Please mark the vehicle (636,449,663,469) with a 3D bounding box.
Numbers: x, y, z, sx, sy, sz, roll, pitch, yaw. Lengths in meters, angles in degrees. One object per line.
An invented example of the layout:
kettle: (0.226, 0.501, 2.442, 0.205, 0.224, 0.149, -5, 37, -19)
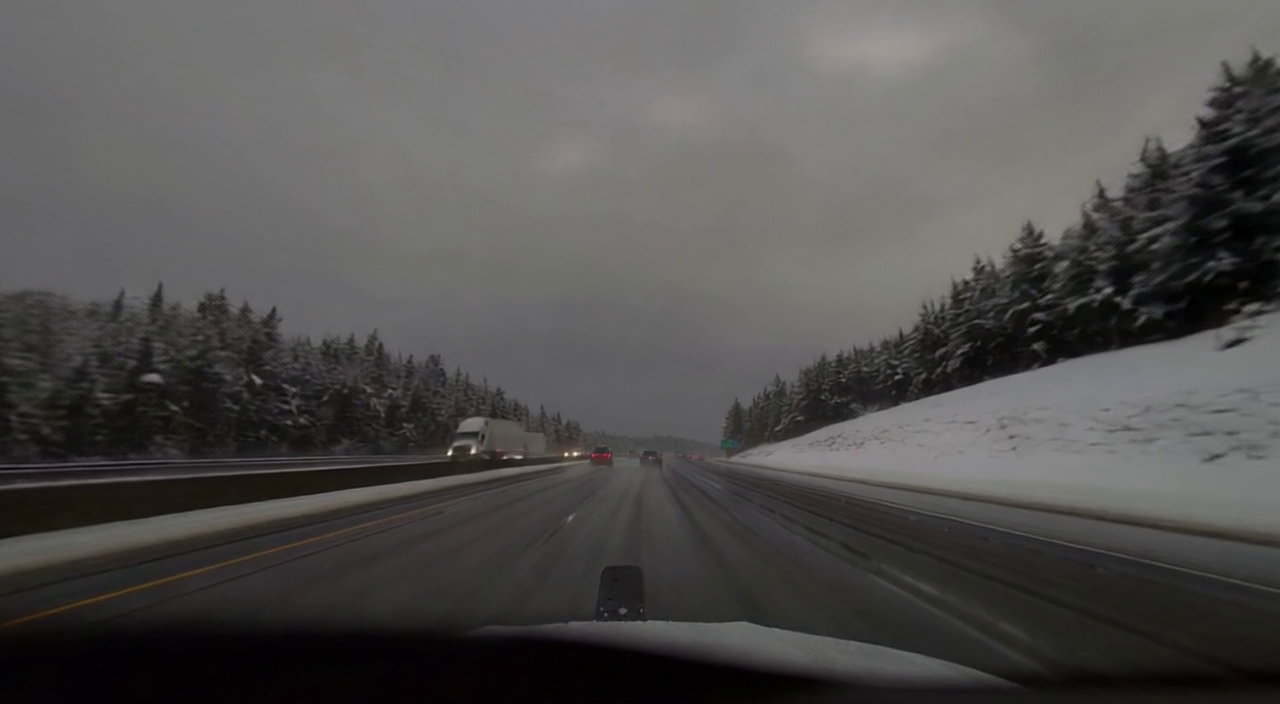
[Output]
vehicle: (0.743, 8.427, 49.750, 2.036, 1.519, 4.225, 0, -9, 1)
